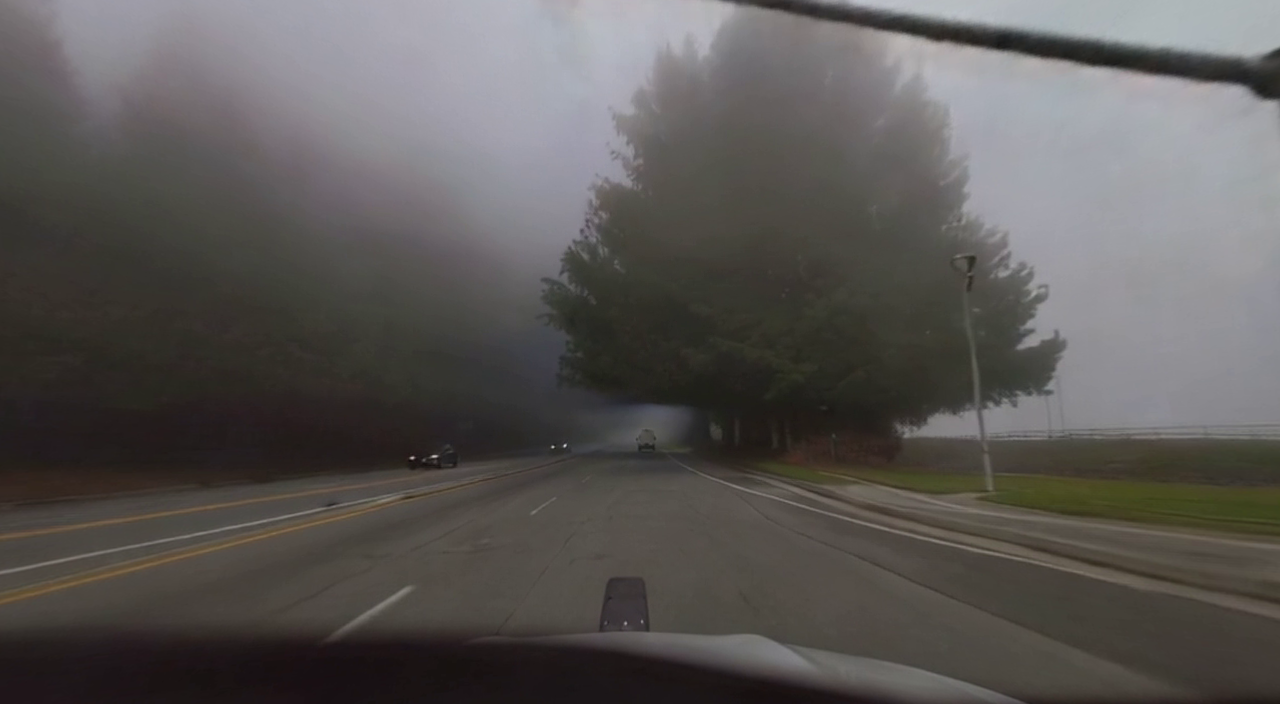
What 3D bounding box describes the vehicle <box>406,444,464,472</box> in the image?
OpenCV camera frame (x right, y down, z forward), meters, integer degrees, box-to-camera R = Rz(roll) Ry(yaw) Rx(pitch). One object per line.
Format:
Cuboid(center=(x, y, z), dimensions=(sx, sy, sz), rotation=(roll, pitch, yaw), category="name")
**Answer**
Cuboid(center=(-12.524, 6.500, 38.828), dimensions=(1.982, 1.553, 4.420), rotation=(-1, -8, 1), category="vehicle")
